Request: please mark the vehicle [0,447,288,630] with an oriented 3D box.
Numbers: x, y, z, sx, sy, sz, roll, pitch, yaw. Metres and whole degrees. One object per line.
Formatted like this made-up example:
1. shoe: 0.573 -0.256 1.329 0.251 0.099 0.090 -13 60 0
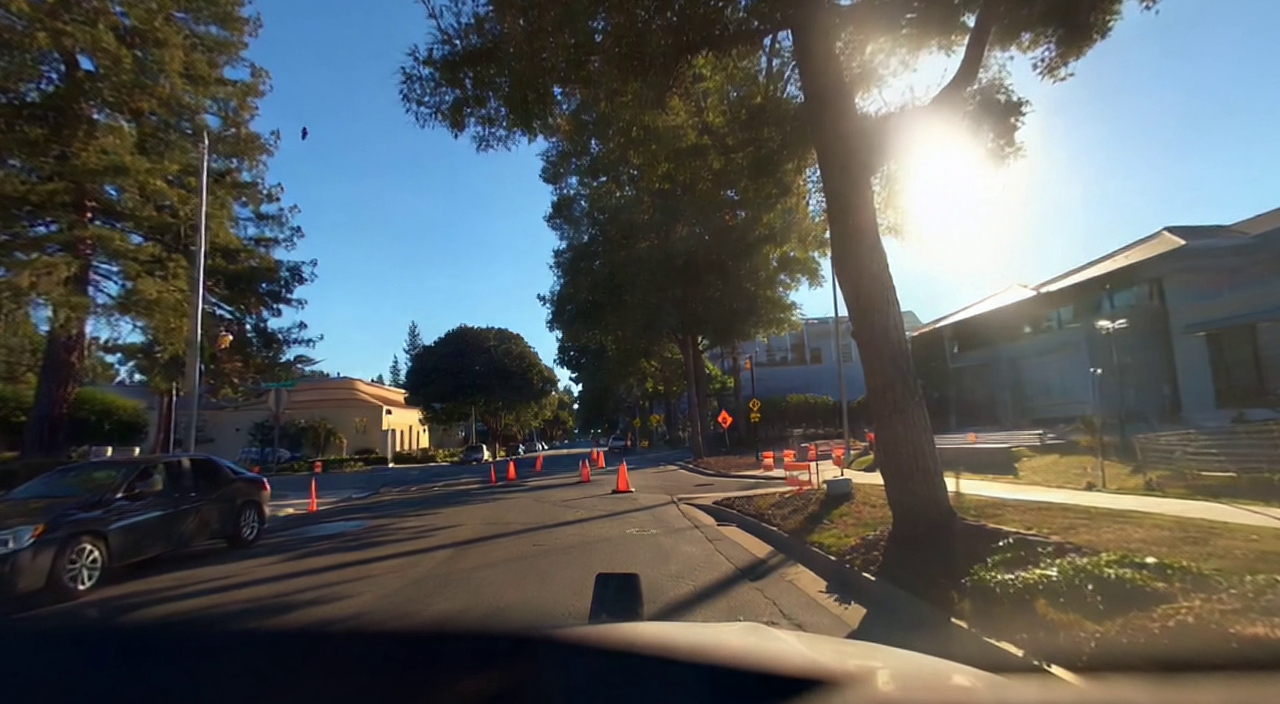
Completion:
1. vehicle: -7.606 1.994 7.540 2.961 1.701 7.563 1 -8 -4
